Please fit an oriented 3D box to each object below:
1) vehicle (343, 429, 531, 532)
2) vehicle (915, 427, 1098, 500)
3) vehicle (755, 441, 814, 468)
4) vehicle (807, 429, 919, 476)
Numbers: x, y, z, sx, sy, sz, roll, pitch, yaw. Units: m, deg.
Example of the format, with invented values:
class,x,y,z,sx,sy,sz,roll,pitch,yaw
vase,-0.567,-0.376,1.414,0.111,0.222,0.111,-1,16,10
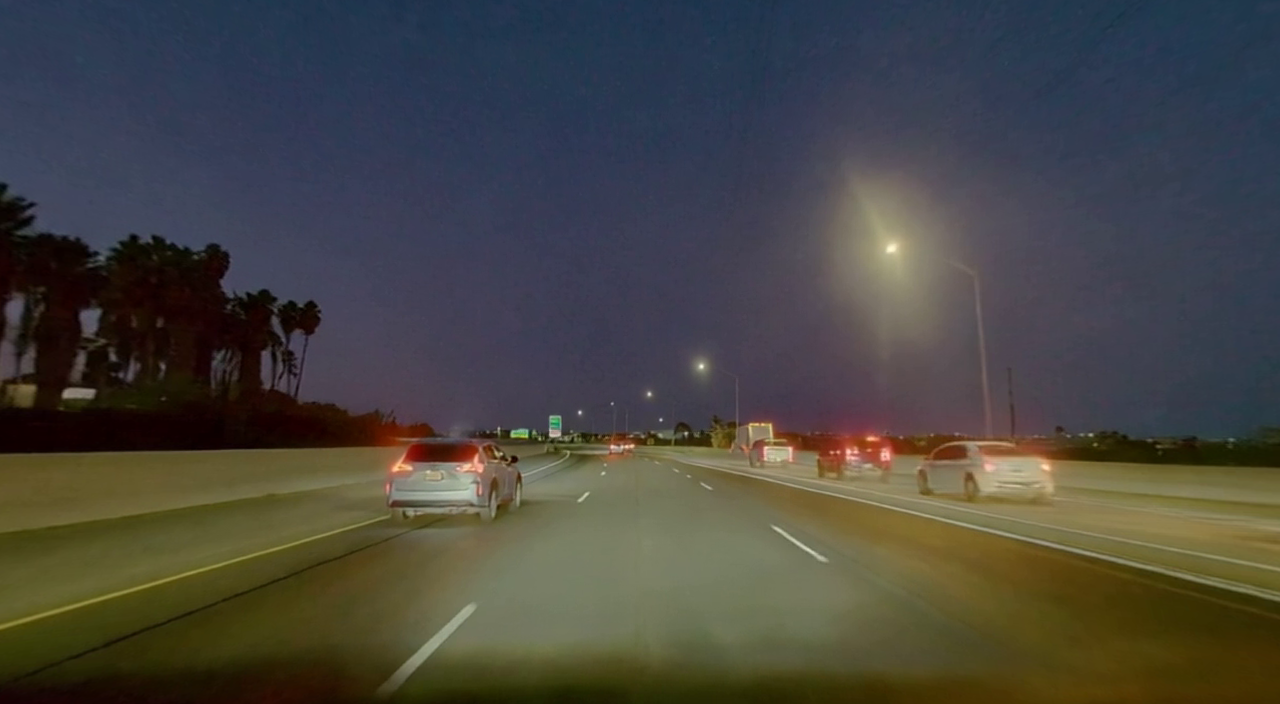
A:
class,x,y,z,sx,sy,sz,roll,pitch,yaw
vehicle,-3.464,2.275,11.755,2.109,1.536,4.174,0,-8,0
vehicle,8.992,2.765,16.021,1.957,1.584,4.272,0,-8,-2
vehicle,8.459,6.042,37.428,2.052,1.468,5.333,0,-8,-2
vehicle,8.587,3.942,25.001,2.345,1.637,5.558,0,-8,-1
